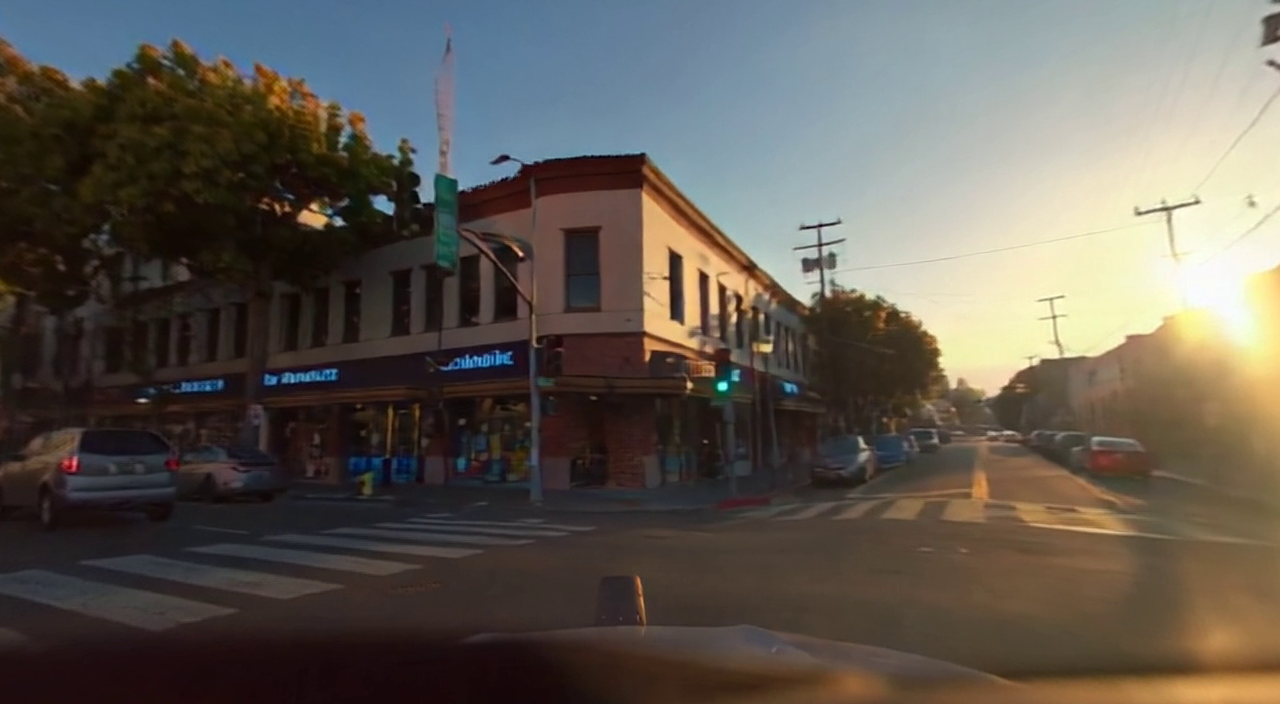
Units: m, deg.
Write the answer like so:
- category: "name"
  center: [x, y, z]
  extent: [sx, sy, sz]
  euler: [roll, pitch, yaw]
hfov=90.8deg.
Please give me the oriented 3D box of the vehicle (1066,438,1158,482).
- category: "vehicle"
  center: [17.975, 4.104, 24.291]
  extent: [2.062, 1.526, 3.989]
  euler: [-4, -9, 26]

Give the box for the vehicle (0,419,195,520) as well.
- category: "vehicle"
  center: [-12.508, 2.548, 14.201]
  extent: [4.611, 1.882, 2.440]
  euler: [-6, -10, 33]

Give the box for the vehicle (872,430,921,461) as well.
- category: "vehicle"
  center: [17.958, 6.589, 44.080]
  extent: [2.510, 1.859, 5.449]
  euler: [-5, -12, 27]

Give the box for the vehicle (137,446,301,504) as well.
- category: "vehicle"
  center: [-12.838, 3.658, 19.242]
  extent: [4.703, 1.550, 2.059]
  euler: [-5, -9, 28]

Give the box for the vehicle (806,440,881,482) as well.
- category: "vehicle"
  center: [8.739, 4.575, 26.903]
  extent: [2.179, 1.596, 4.286]
  euler: [-5, -9, 29]
